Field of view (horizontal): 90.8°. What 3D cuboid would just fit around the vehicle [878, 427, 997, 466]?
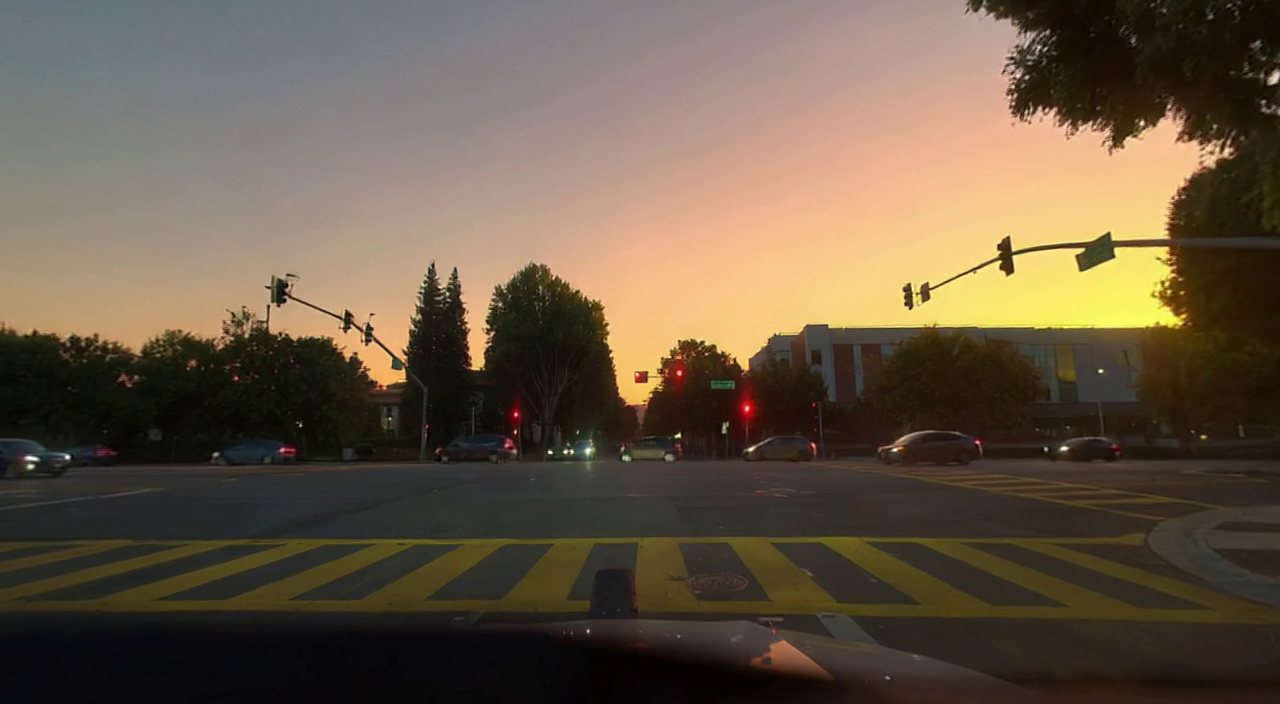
[{"bbox_3d":[14.213,4.540,30.320,4.662,1.764,2.064,1,-9,-8],"label":"vehicle"}]

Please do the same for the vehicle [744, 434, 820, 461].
[{"bbox_3d":[9.140,6.194,40.907,4.488,1.667,1.869,0,-9,1],"label":"vehicle"}]

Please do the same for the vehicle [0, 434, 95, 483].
[{"bbox_3d":[-22.369,3.716,22.148,4.624,1.593,2.018,0,-9,0],"label":"vehicle"}]

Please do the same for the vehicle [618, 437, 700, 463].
[{"bbox_3d":[1.102,5.749,37.245,4.724,1.452,1.870,0,-9,1],"label":"vehicle"}]

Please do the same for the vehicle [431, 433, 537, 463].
[{"bbox_3d":[-9.852,6.137,40.312,6.133,1.833,2.155,-1,-9,2],"label":"vehicle"}]

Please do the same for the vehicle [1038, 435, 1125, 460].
[{"bbox_3d":[28.104,6.064,40.279,4.100,1.509,1.853,0,-9,0],"label":"vehicle"}]

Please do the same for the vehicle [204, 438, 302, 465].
[{"bbox_3d":[-22.556,5.831,36.955,4.519,1.476,1.767,0,-9,0],"label":"vehicle"}]
